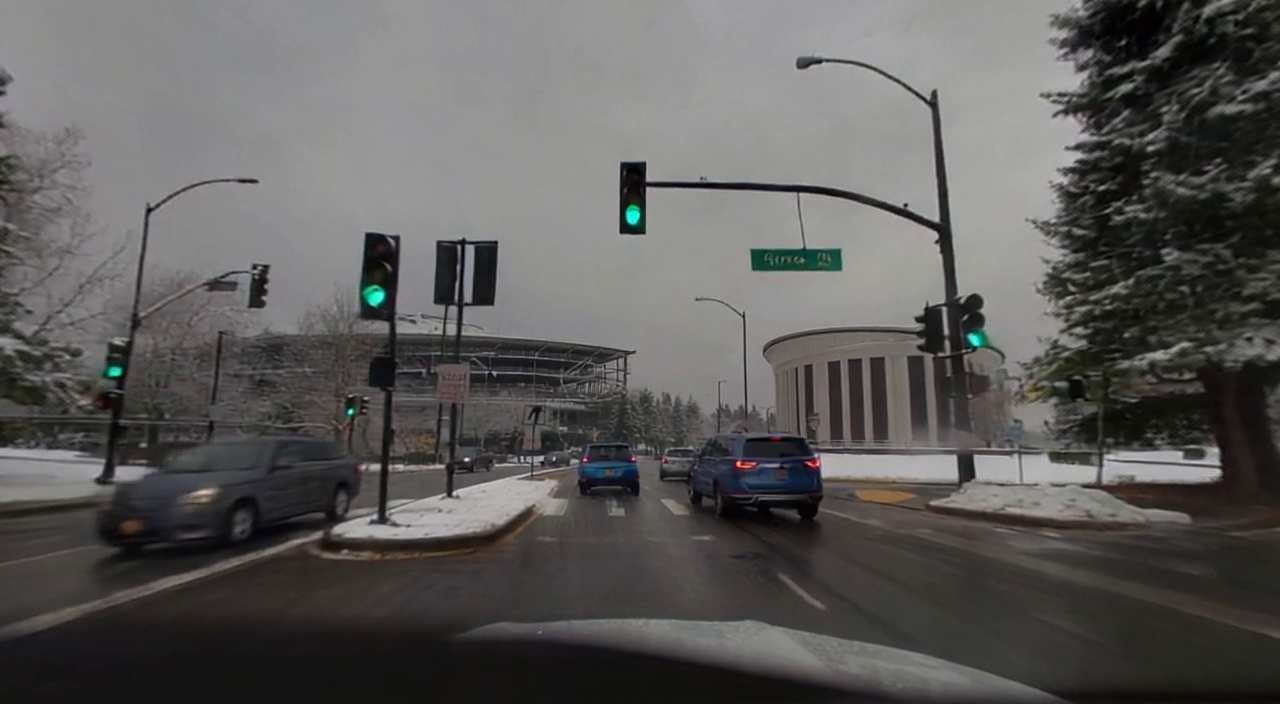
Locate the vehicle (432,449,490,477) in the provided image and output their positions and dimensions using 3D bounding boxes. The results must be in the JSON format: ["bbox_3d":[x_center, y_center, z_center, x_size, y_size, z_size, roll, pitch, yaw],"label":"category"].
[{"bbox_3d":[-10.756,6.687,38.251,2.121,1.513,4.827,-1,-9,0],"label":"vehicle"}]

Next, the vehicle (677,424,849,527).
[{"bbox_3d":[2.334,2.561,13.628,2.320,1.772,4.872,0,-9,-5],"label":"vehicle"}]

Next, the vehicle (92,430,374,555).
[{"bbox_3d":[-6.338,2.201,10.568,2.092,1.629,4.133,0,-9,-3],"label":"vehicle"}]

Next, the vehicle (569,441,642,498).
[{"bbox_3d":[-1.204,3.762,20.553,2.132,1.632,3.889,0,-9,-5],"label":"vehicle"}]
